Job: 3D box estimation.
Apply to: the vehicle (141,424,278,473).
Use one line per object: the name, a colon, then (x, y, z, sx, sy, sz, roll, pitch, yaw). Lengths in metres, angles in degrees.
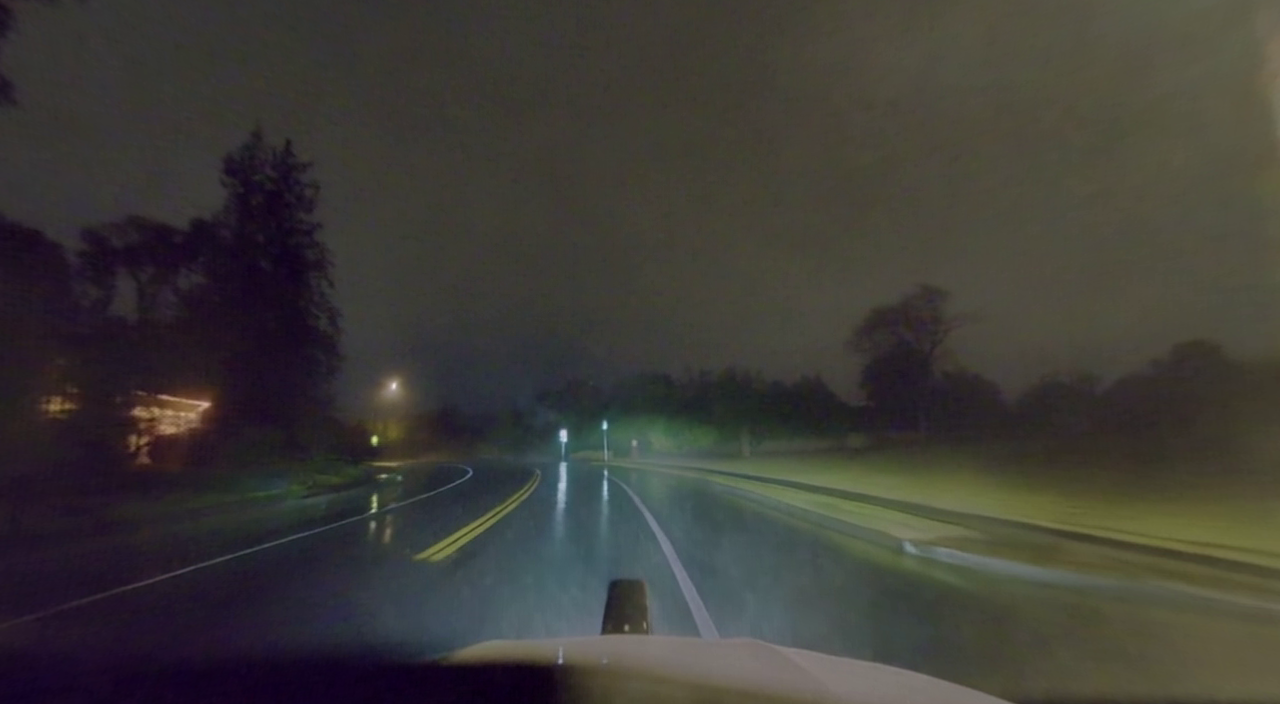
vehicle: (-17.560, 3.908, 25.745, 4.562, 1.857, 2.129, -2, -9, 18)
